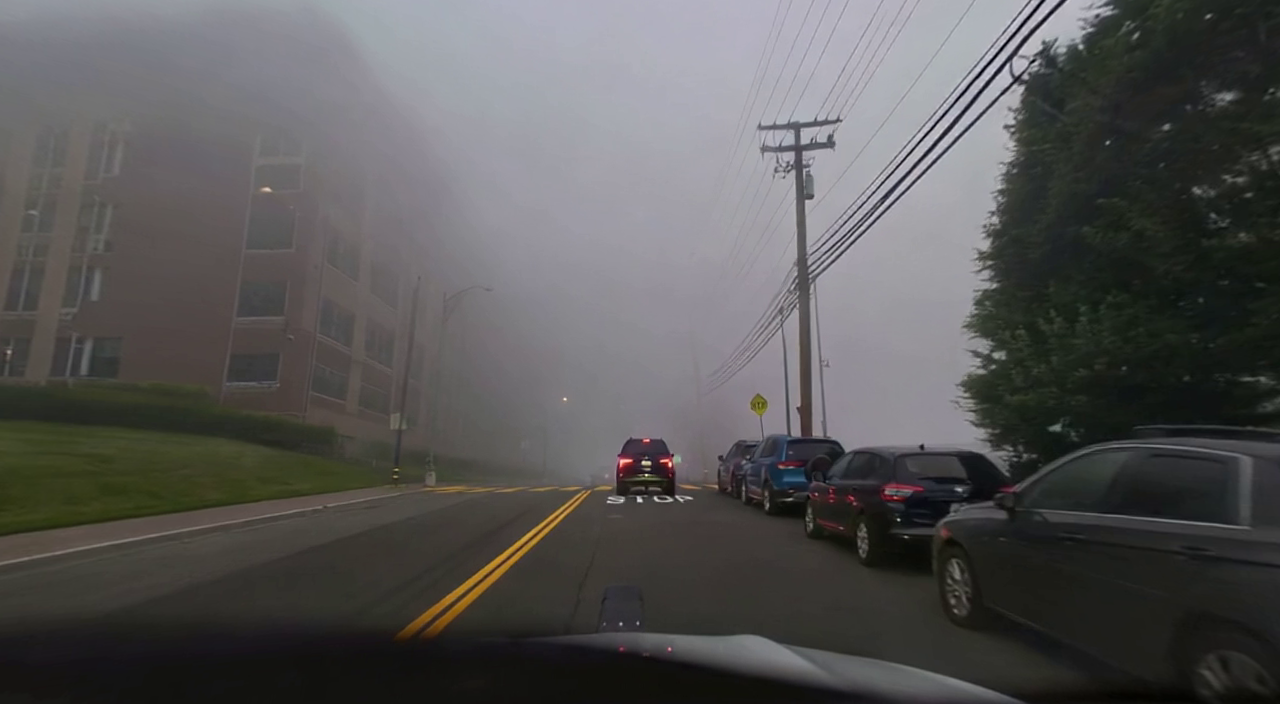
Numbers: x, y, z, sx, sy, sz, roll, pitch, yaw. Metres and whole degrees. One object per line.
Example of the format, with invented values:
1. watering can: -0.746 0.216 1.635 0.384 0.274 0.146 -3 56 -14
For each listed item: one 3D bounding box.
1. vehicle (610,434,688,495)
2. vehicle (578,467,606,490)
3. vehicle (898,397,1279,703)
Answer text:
1. vehicle: 0.438 3.720 21.315 2.214 1.789 4.872 -1 -8 5
2. vehicle: -3.684 9.750 48.997 1.911 1.563 4.057 0 -8 -1
3. vehicle: 3.358 1.144 3.531 2.041 1.581 4.089 0 -8 -1
